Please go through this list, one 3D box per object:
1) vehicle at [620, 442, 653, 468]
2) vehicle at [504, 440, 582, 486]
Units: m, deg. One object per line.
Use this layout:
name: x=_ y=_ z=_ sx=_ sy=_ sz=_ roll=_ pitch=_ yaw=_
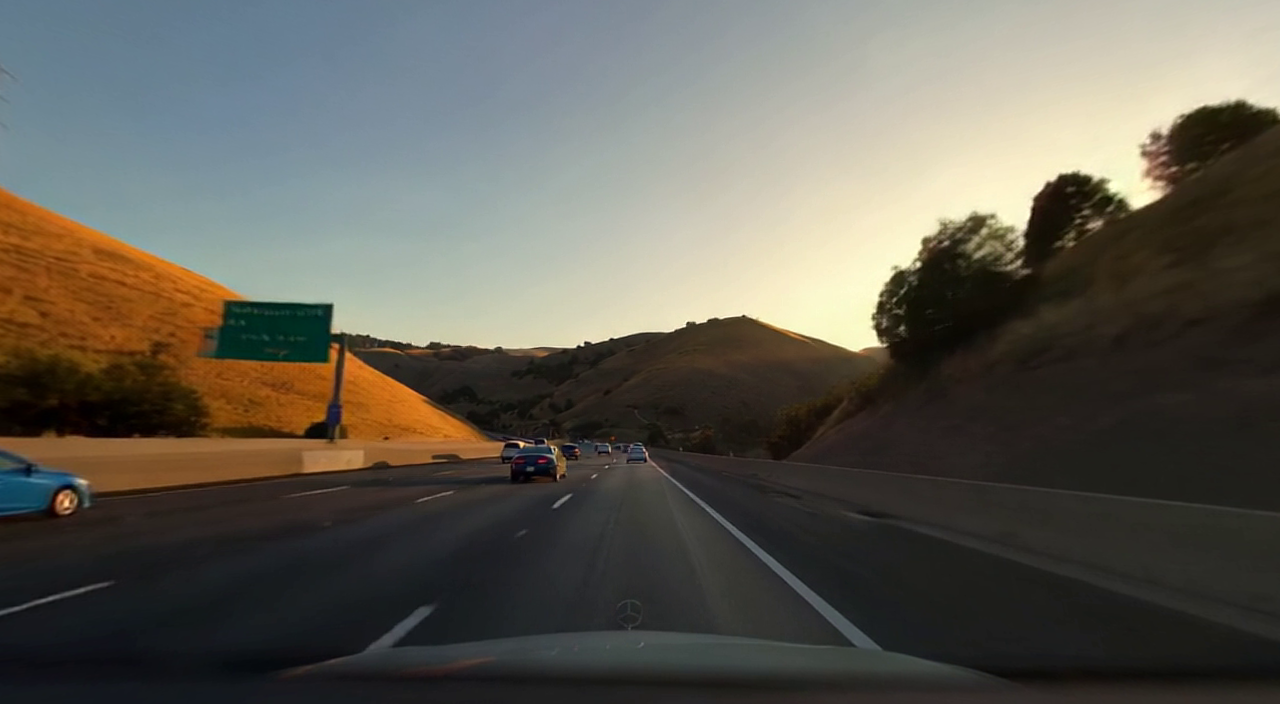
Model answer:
vehicle: x=-0.293 y=6.998 z=43.128 sx=2.138 sy=1.674 sz=4.044 roll=0 pitch=-8 yaw=-1
vehicle: x=-3.471 y=4.081 z=23.557 sx=2.080 sy=1.505 sz=4.649 roll=0 pitch=-8 yaw=1
